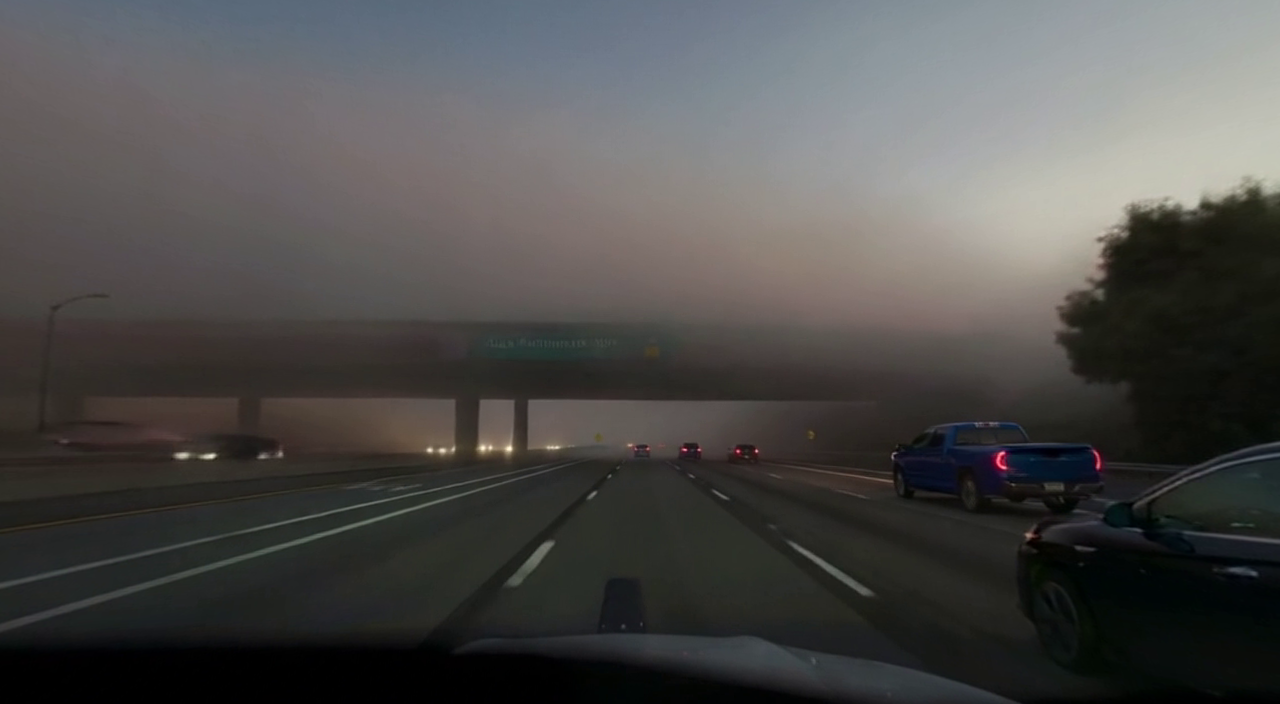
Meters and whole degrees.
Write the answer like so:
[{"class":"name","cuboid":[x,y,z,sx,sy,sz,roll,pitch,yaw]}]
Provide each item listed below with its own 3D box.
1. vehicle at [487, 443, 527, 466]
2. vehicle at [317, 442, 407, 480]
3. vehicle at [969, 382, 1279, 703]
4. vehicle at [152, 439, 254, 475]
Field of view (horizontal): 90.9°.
[{"class":"vehicle","cuboid":[-9.290,7.193,44.514,1.865,1.481,4.492,0,-8,0]},{"class":"vehicle","cuboid":[-11.735,4.606,26.939,1.850,1.465,4.257,0,-8,1]},{"class":"vehicle","cuboid":[3.251,0.808,1.742,2.119,1.524,4.807,0,-8,0]},{"class":"vehicle","cuboid":[-21.749,5.232,31.620,1.945,1.661,4.387,0,-8,0]}]
